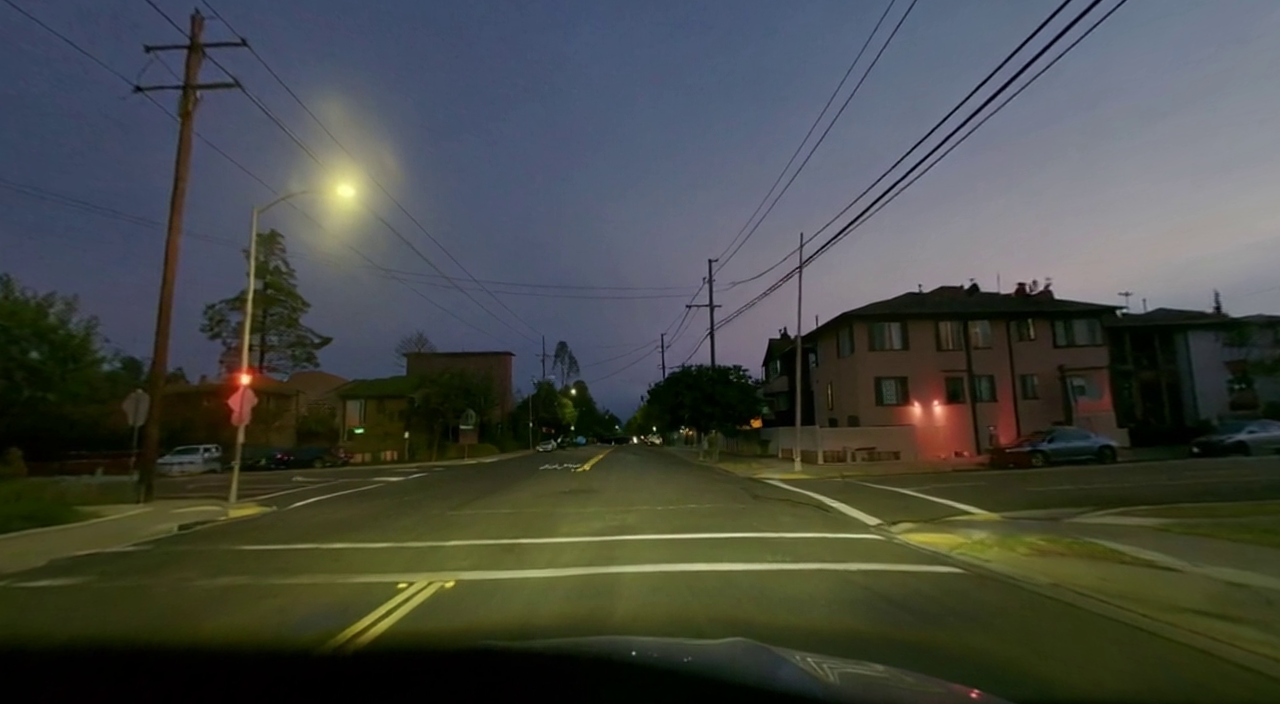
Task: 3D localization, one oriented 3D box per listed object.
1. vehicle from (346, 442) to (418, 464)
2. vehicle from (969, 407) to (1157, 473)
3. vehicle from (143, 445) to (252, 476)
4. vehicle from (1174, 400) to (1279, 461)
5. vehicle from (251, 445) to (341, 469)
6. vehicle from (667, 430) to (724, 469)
[{"bbox_3d":[-18.540,7.287,45.553,1.835,1.463,4.469,-4,-10,32],"label":"vehicle"},{"bbox_3d":[12.943,2.716,19.508,4.375,1.733,1.953,-2,-9,-4],"label":"vehicle"},{"bbox_3d":[-25.044,6.121,35.945,1.814,1.462,4.703,-8,-10,30],"label":"vehicle"},{"bbox_3d":[19.786,2.382,19.815,4.264,1.730,1.961,-2,-7,-3],"label":"vehicle"},{"bbox_3d":[-21.956,6.707,40.481,1.797,1.446,4.694,-4,-10,30],"label":"vehicle"},{"bbox_3d":[2.388,4.356,28.223,1.999,1.604,4.065,0,-8,-3],"label":"vehicle"}]
